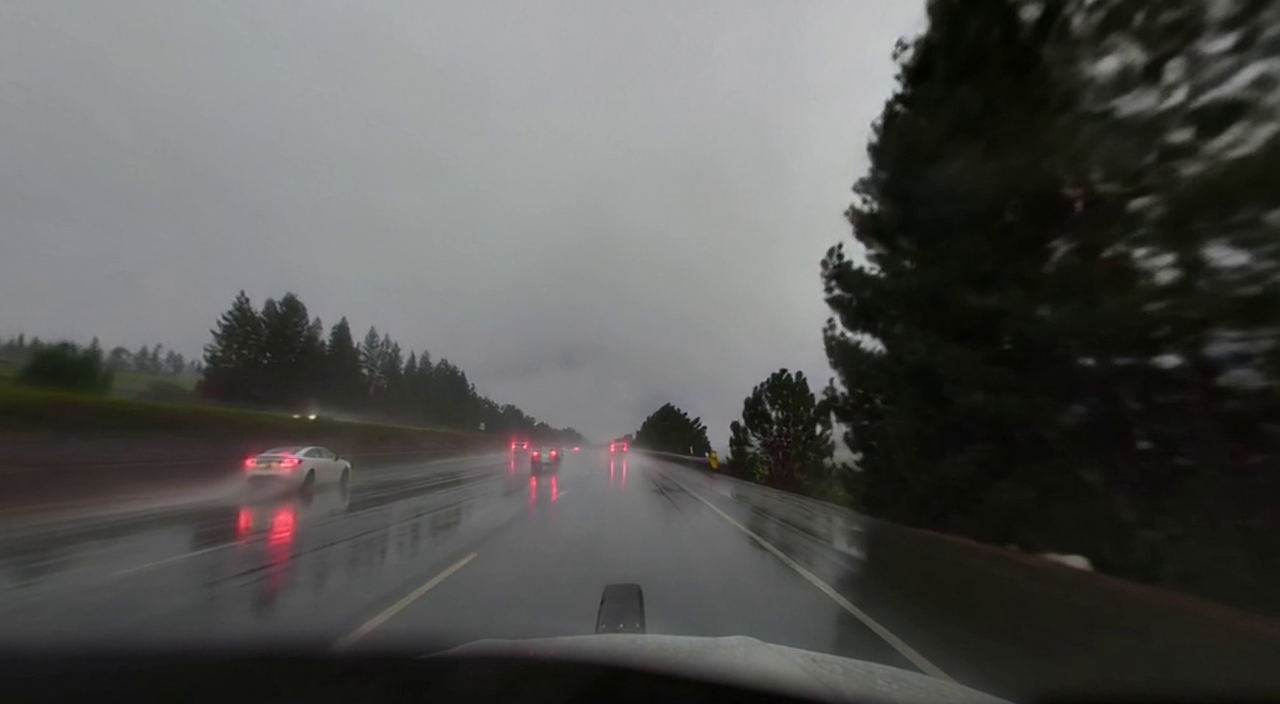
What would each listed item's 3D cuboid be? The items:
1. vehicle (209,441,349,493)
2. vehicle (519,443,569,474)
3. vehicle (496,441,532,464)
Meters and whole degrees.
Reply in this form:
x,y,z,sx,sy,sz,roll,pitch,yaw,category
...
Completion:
x,y,z,sx,sy,sz,roll,pitch,yaw,category
-11.548,3.696,20.599,1.960,1.487,4.593,0,-9,-1,vehicle
-4.872,5.462,32.486,2.120,1.458,4.031,0,-9,-2,vehicle
-9.313,7.498,46.922,2.015,1.608,4.294,0,-9,-3,vehicle
